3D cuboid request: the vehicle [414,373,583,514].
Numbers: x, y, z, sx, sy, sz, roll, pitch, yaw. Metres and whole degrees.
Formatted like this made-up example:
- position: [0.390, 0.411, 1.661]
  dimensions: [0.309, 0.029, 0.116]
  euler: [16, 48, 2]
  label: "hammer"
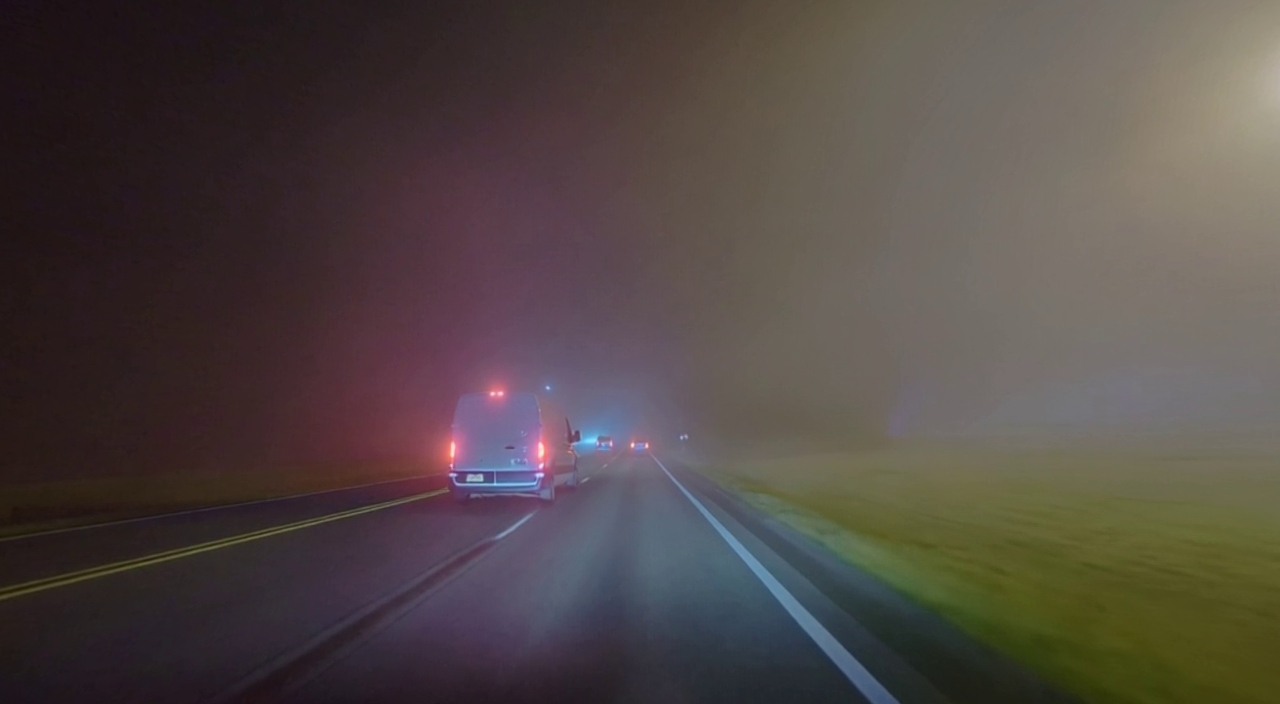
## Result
- position: [-2.934, 2.152, 14.934]
  dimensions: [2.497, 2.628, 6.016]
  euler: [0, -8, 1]
  label: "vehicle"
